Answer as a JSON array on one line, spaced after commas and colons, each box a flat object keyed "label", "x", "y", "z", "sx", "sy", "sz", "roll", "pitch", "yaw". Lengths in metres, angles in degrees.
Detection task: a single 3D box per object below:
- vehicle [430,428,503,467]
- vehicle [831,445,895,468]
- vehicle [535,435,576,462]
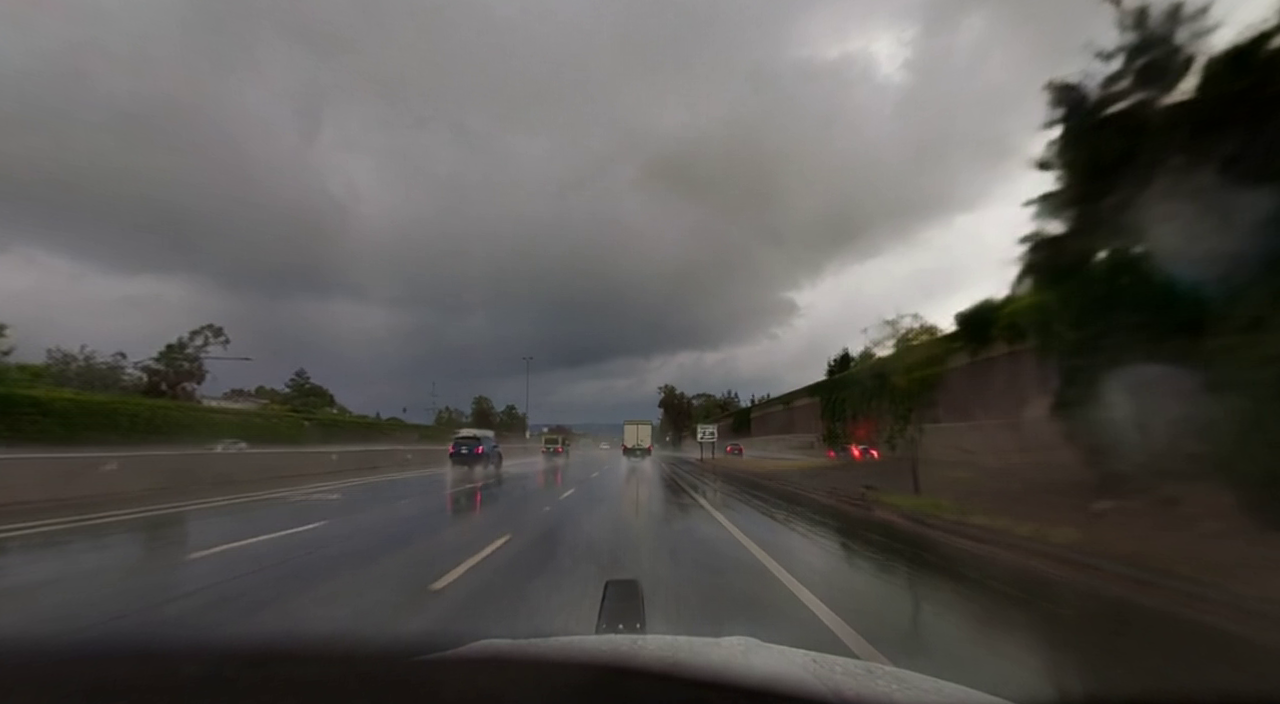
[{"label": "vehicle", "x": -10.510, "y": 5.898, "z": 38.911, "sx": 2.571, "sy": 2.169, "sz": 6.443, "roll": 0, "pitch": -9, "yaw": 1}, {"label": "vehicle", "x": 15.020, "y": 7.062, "z": 42.710, "sx": 2.075, "sy": 1.510, "sz": 4.569, "roll": 2, "pitch": -9, "yaw": -10}, {"label": "vehicle", "x": -6.600, "y": 7.665, "z": 49.999, "sx": 2.502, "sy": 1.997, "sz": 5.697, "roll": 0, "pitch": -9, "yaw": 0}]
